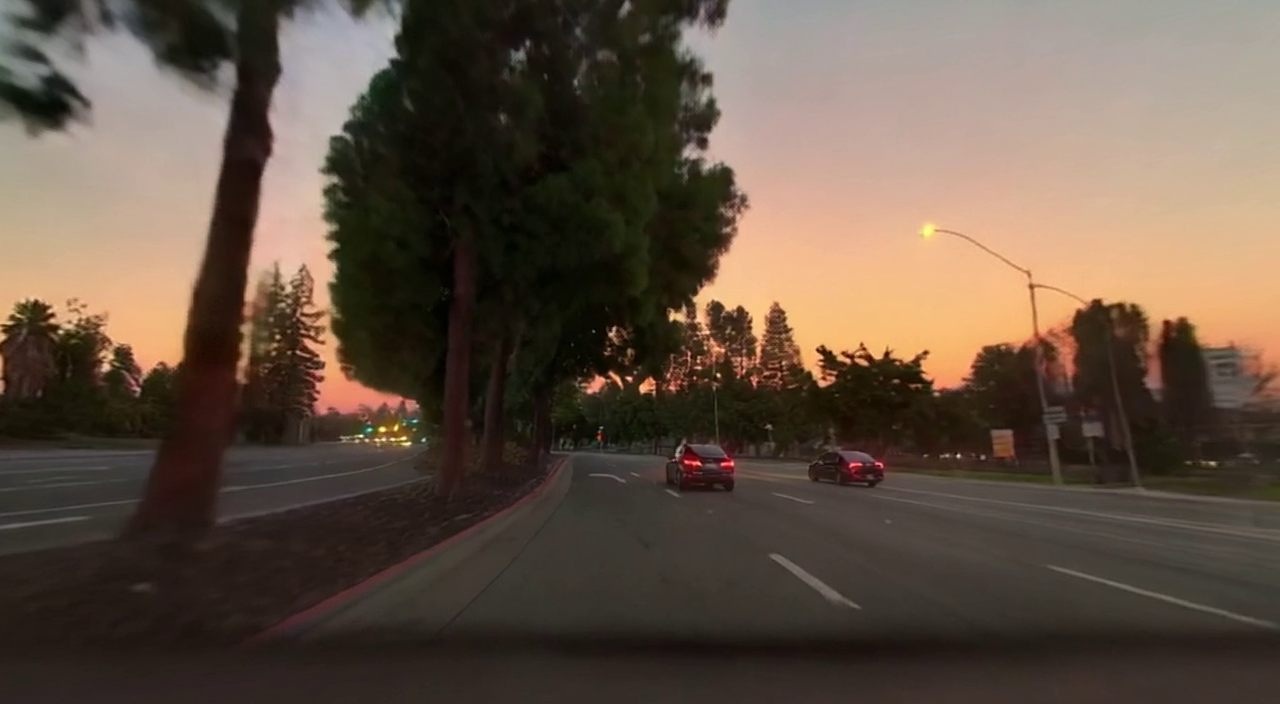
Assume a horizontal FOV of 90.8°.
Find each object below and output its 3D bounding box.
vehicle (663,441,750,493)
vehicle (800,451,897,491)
[{"bbox_3d":[2.244,4.043,22.714,2.122,1.646,4.525,1,-9,-7],"label":"vehicle"},{"bbox_3d":[8.491,4.862,26.282,1.940,1.460,4.652,1,-9,-8],"label":"vehicle"}]
